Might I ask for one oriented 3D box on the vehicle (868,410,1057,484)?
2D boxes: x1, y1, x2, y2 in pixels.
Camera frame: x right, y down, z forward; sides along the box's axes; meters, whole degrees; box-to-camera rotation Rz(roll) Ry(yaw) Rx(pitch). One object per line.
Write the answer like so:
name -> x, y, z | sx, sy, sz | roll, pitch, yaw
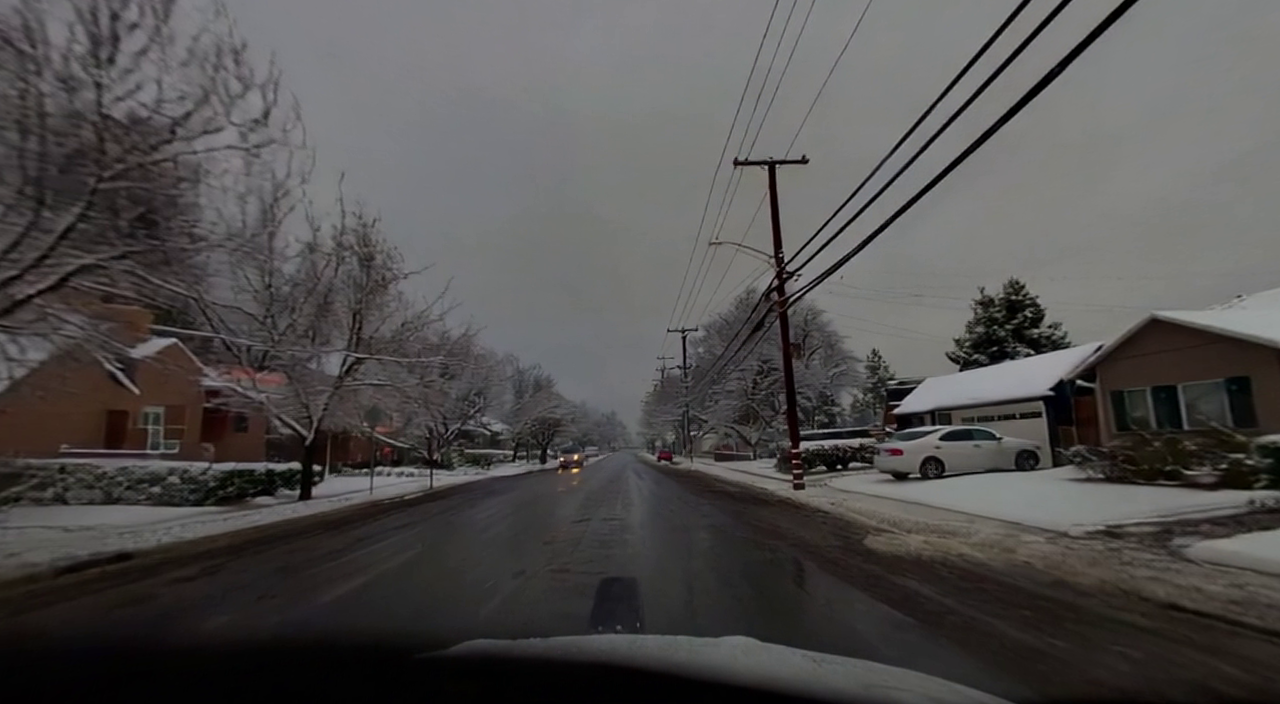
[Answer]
vehicle -> 9.889, 2.958, 19.677 | 4.555, 1.803, 2.151 | -4, -8, -3
